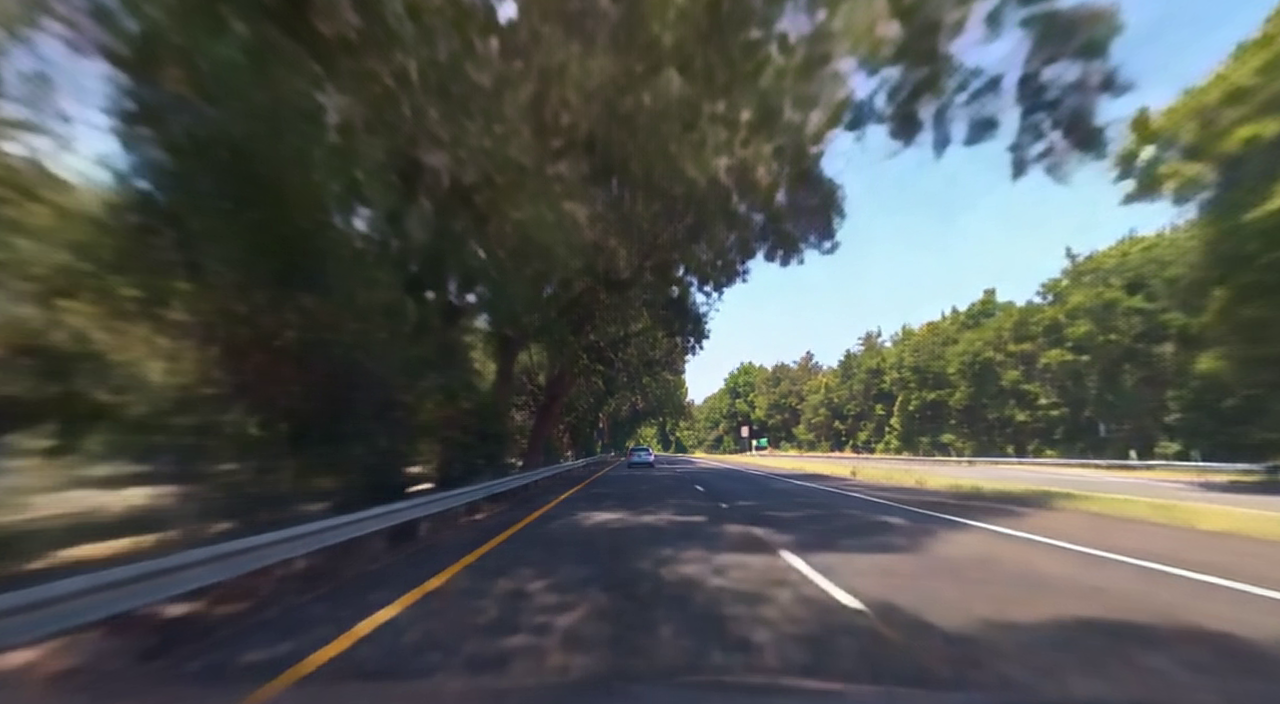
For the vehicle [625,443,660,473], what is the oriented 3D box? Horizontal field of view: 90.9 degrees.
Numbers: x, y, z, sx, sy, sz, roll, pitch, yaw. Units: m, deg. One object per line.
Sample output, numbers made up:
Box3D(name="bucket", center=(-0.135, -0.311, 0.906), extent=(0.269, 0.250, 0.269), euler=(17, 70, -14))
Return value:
Box3D(name="vehicle", center=(0.133, 6.344, 37.884), extent=(1.987, 1.658, 3.620), euler=(0, -9, 0))
